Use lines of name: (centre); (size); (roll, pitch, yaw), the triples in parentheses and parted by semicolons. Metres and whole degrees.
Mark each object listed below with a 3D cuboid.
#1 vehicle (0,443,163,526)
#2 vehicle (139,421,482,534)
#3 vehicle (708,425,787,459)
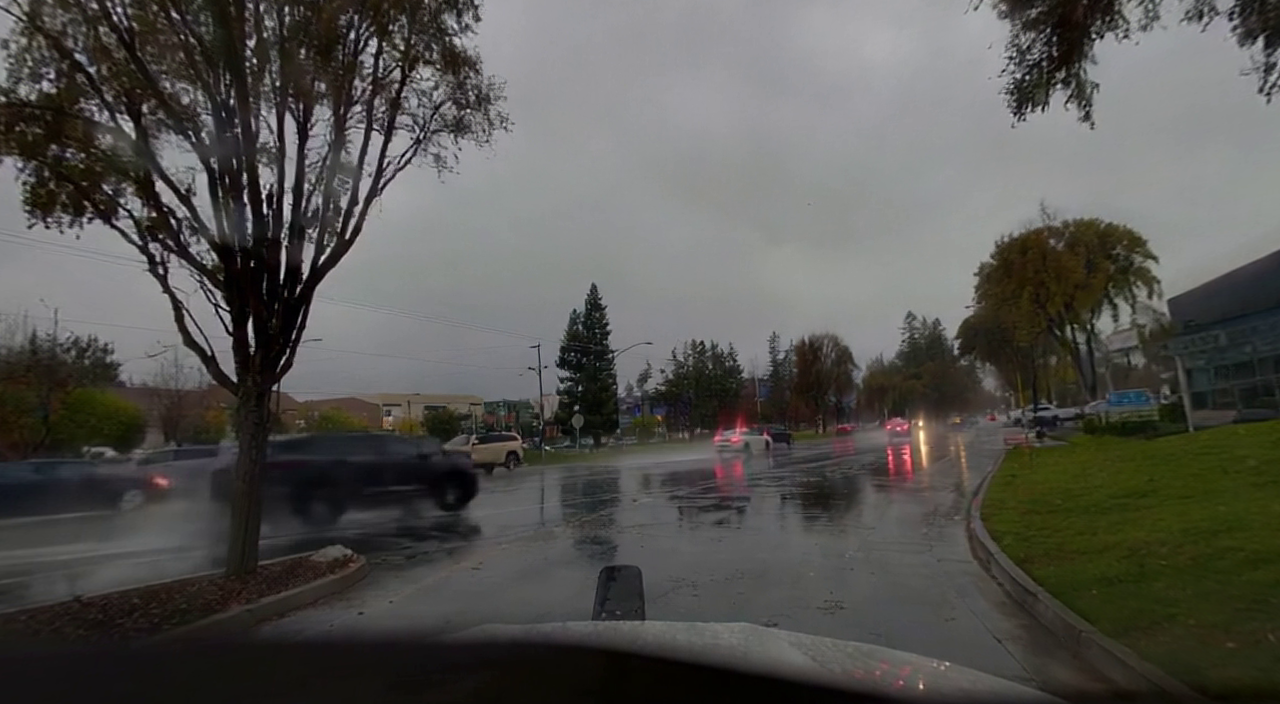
vehicle: (-14.526, 3.125, 14.686); (2.313, 1.688, 5.015); (-12, -12, 39)
vehicle: (-5.700, 2.192, 11.562); (2.201, 1.574, 5.060); (-11, -13, 42)
vehicle: (5.752, 4.724, 33.257); (2.040, 1.625, 5.119); (-5, -10, 36)
